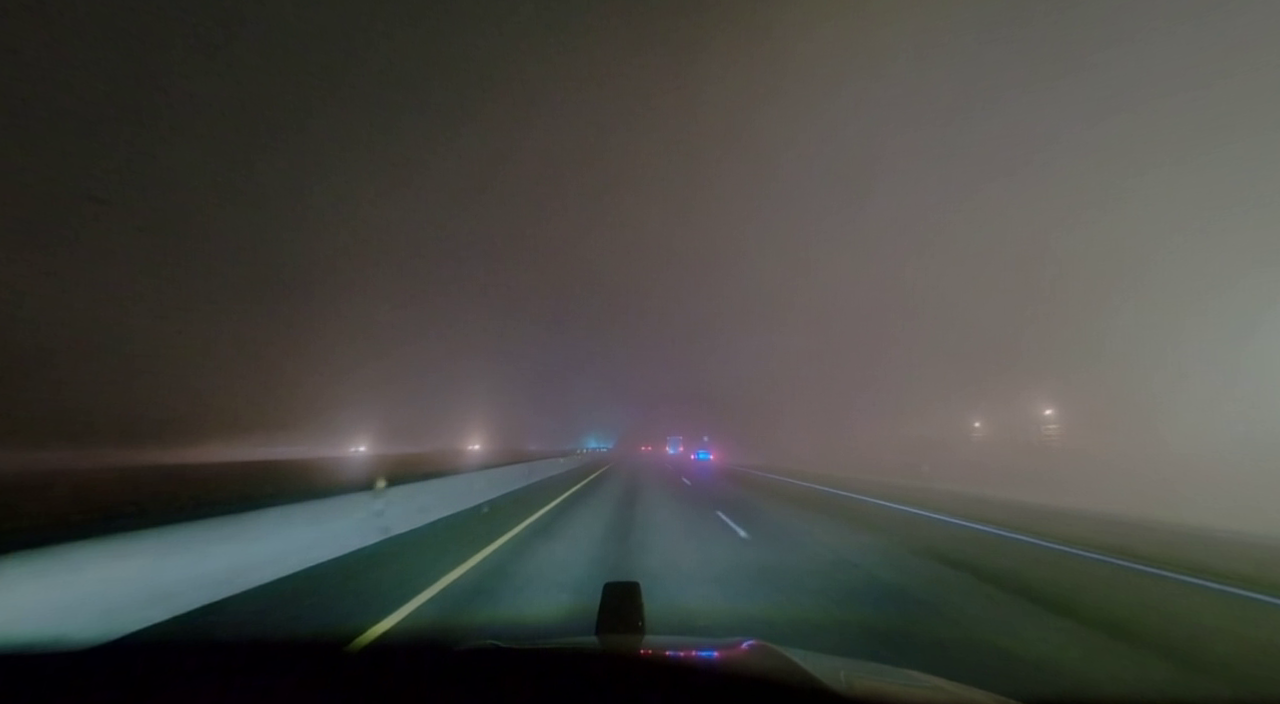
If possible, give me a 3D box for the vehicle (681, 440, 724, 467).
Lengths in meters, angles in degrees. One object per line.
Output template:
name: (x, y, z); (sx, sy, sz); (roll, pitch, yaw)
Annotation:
vehicle: (3.698, 6.080, 37.773); (2.044, 1.527, 4.658); (0, -8, -1)
